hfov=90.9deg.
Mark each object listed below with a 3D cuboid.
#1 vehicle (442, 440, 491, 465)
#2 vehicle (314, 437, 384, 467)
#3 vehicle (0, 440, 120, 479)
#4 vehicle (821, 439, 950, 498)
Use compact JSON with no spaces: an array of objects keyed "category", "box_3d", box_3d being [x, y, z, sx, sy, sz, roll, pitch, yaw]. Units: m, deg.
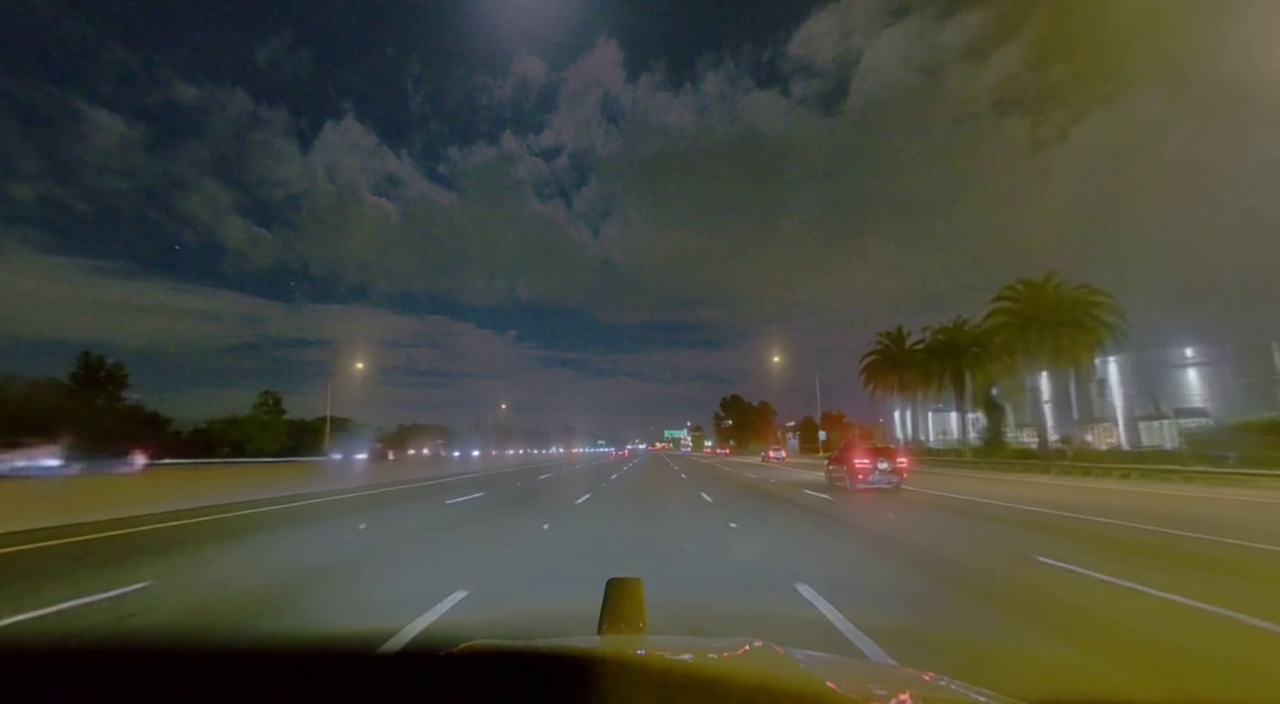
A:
[{"category":"vehicle","box_3d":[-11.542,6.700,42.259,1.919,1.588,4.354,-1,-8,3]},{"category":"vehicle","box_3d":[-18.018,6.231,39.333,1.989,1.730,4.718,0,-8,1]},{"category":"vehicle","box_3d":[-25.158,4.533,26.950,1.835,1.501,4.527,0,-8,2]},{"category":"vehicle","box_3d":[7.255,3.460,19.241,2.071,1.543,4.702,0,-8,1]}]
